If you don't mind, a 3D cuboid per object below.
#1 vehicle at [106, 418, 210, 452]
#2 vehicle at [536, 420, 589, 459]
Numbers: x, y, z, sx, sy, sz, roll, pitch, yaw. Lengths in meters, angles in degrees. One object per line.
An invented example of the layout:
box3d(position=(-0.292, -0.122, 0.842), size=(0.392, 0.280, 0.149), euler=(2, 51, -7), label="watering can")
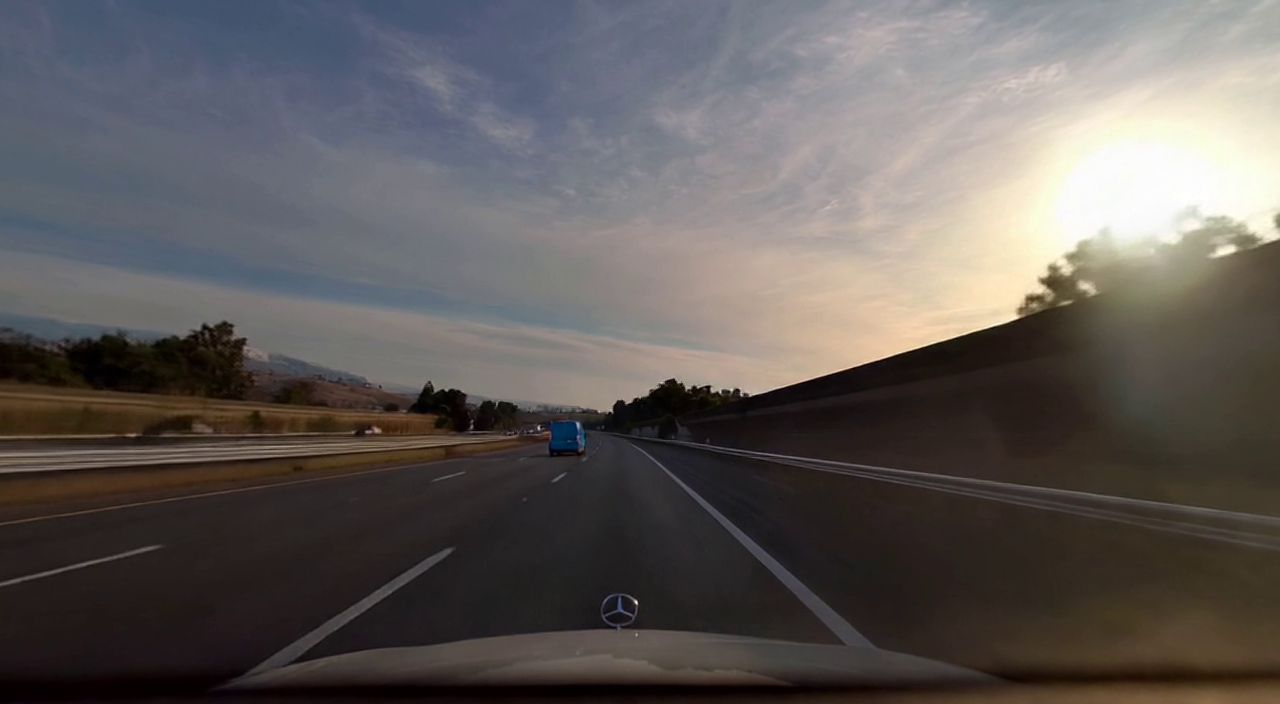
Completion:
box3d(position=(-22.298, 3.878, 29.288), size=(1.787, 1.462, 3.938), euler=(0, -8, -2), label="vehicle")
box3d(position=(-4.344, 5.010, 36.035), size=(2.309, 2.053, 4.884), euler=(0, -8, 1), label="vehicle")
